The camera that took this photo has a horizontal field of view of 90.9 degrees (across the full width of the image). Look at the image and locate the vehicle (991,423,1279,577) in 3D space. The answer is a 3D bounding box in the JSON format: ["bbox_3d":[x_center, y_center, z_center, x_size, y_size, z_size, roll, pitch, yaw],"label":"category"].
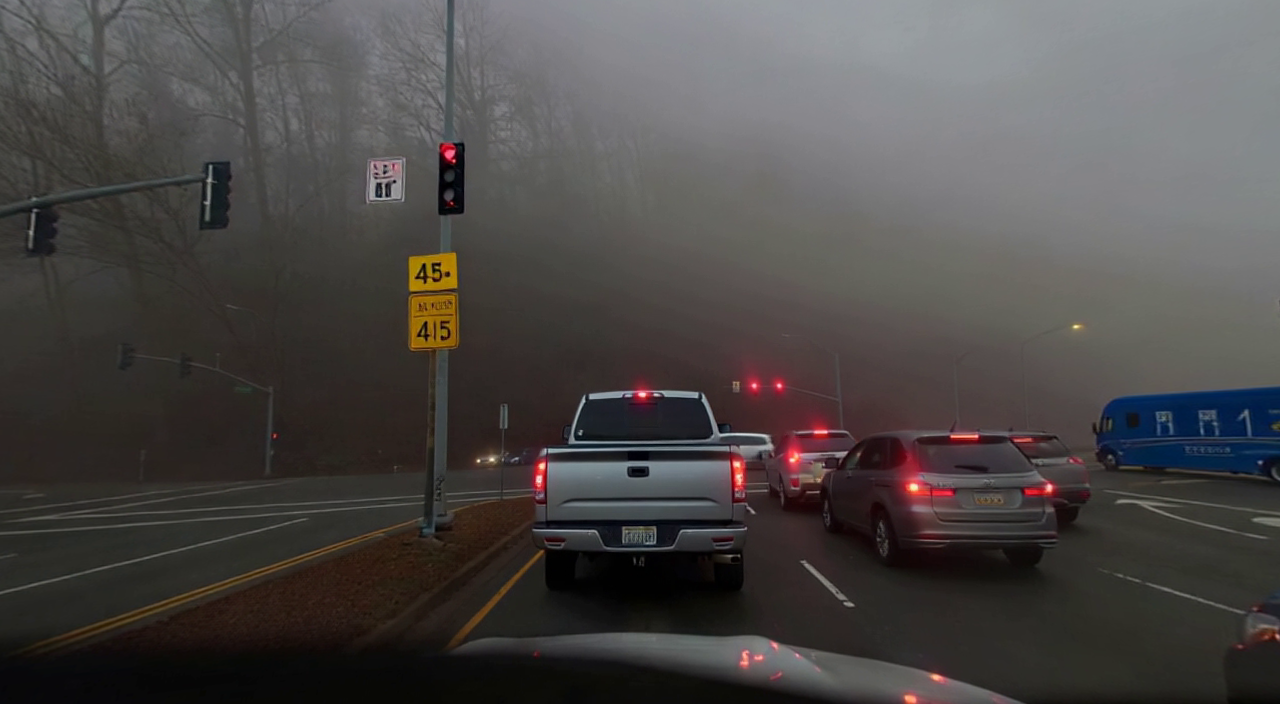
[{"bbox_3d":[6.830,1.744,8.272,1.973,1.470,4.228,0,-8,0],"label":"vehicle"}]

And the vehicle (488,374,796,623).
[{"bbox_3d":[0.045,1.472,7.346,2.326,1.880,4.964,0,-8,1],"label":"vehicle"}]

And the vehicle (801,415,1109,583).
[{"bbox_3d":[3.578,1.725,8.197,1.981,1.616,4.006,0,-8,1],"label":"vehicle"}]
